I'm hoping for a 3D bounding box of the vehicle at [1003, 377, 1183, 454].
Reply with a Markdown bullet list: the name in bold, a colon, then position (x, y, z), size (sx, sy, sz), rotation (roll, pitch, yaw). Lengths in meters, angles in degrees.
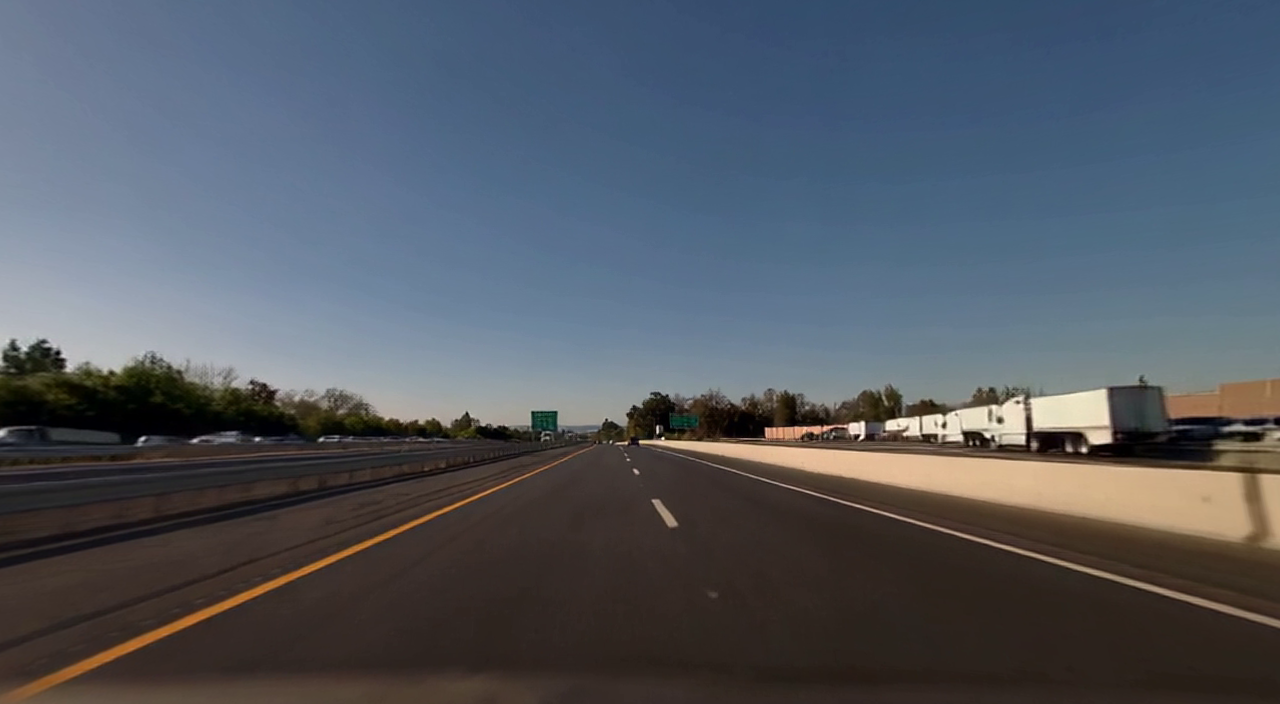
- **vehicle**: position (31.630, 4.871, 45.785), size (3.114, 4.328, 18.495), rotation (-5, -8, 12)
